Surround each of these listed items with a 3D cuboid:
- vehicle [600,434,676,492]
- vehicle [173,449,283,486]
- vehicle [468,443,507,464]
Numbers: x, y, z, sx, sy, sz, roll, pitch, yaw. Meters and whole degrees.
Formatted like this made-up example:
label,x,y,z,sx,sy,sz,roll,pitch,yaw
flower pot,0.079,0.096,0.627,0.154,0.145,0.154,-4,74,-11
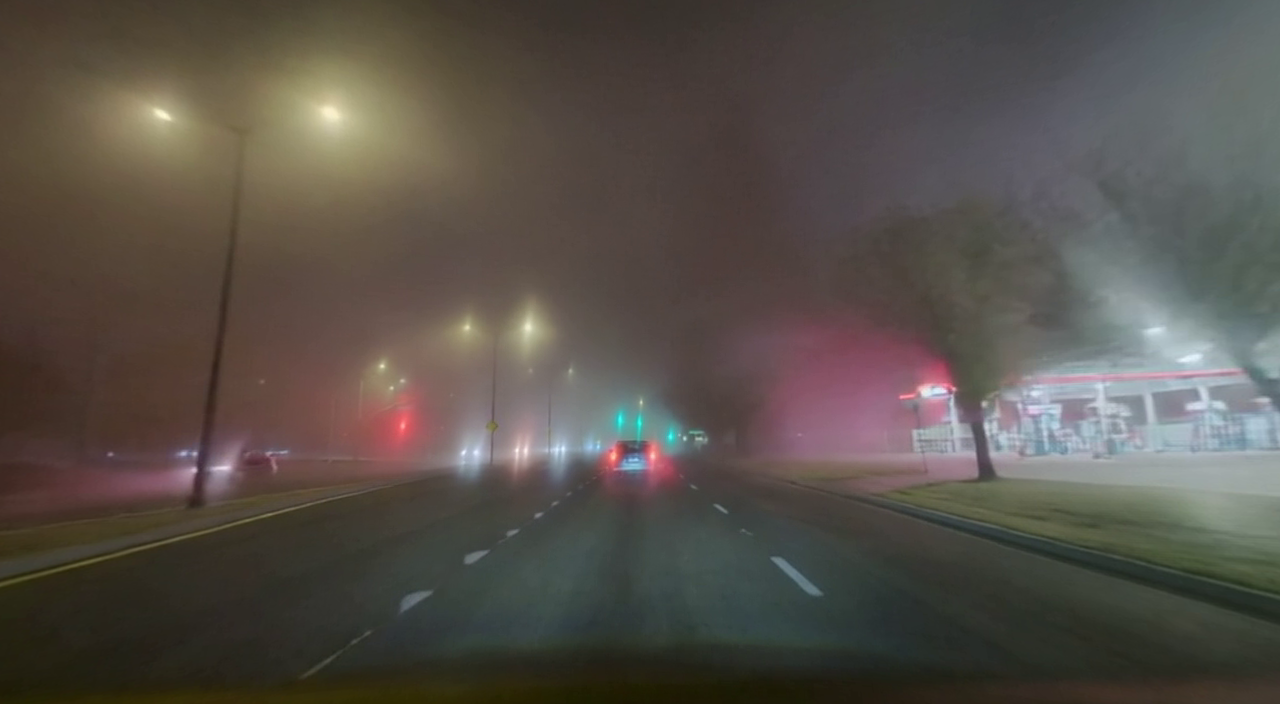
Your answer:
label,x,y,z,sx,sy,sz,roll,pitch,yaw
vehicle,-0.038,3.308,19.143,2.062,1.519,4.214,1,-8,0
vehicle,-19.176,5.355,29.591,1.940,1.525,4.654,0,-8,1
vehicle,-11.866,7.897,49.150,1.868,1.516,4.321,0,-8,1
